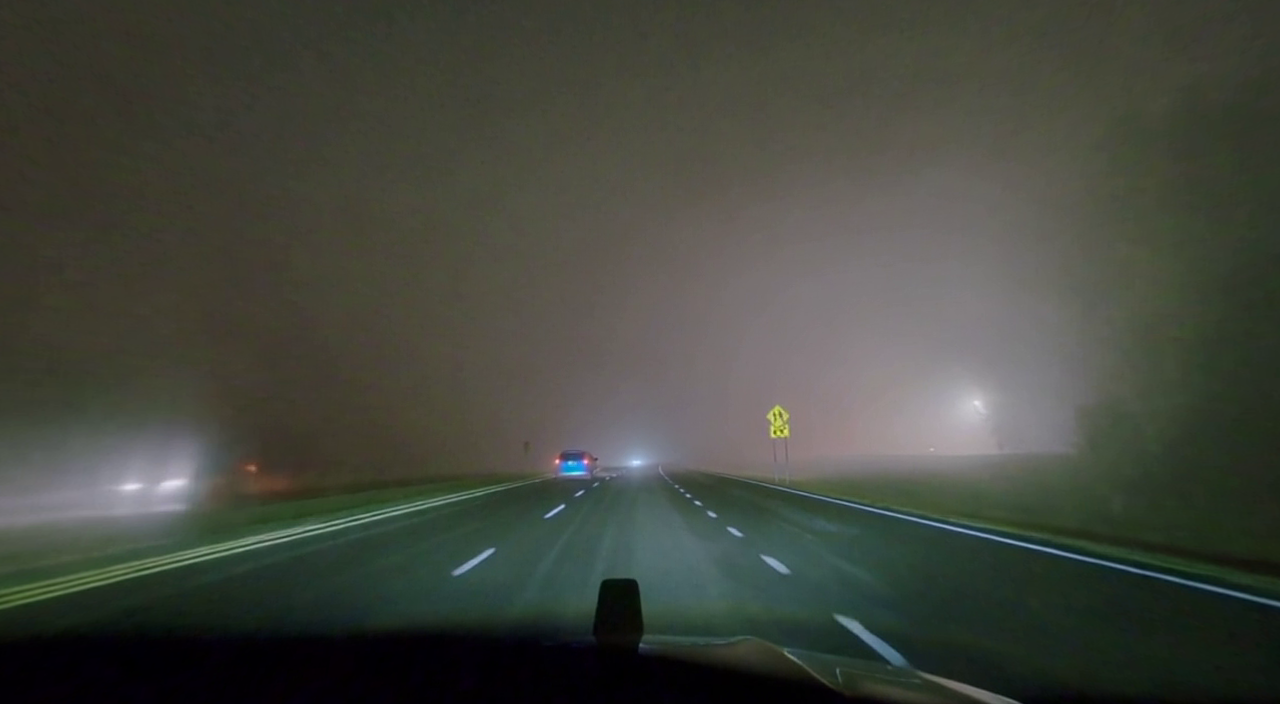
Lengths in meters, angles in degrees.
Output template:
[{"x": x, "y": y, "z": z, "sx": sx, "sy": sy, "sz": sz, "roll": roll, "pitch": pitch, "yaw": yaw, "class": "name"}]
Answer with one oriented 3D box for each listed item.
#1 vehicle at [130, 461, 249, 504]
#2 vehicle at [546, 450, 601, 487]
[{"x": -16.944, "y": 4.908, "z": 23.967, "sx": 1.719, "sy": 1.419, "sz": 3.715, "roll": 0, "pitch": -9, "yaw": 1, "class": "vehicle"}, {"x": -3.133, "y": 5.618, "z": 30.671, "sx": 2.053, "sy": 1.647, "sz": 4.252, "roll": -1, "pitch": -9, "yaw": 2, "class": "vehicle"}]
